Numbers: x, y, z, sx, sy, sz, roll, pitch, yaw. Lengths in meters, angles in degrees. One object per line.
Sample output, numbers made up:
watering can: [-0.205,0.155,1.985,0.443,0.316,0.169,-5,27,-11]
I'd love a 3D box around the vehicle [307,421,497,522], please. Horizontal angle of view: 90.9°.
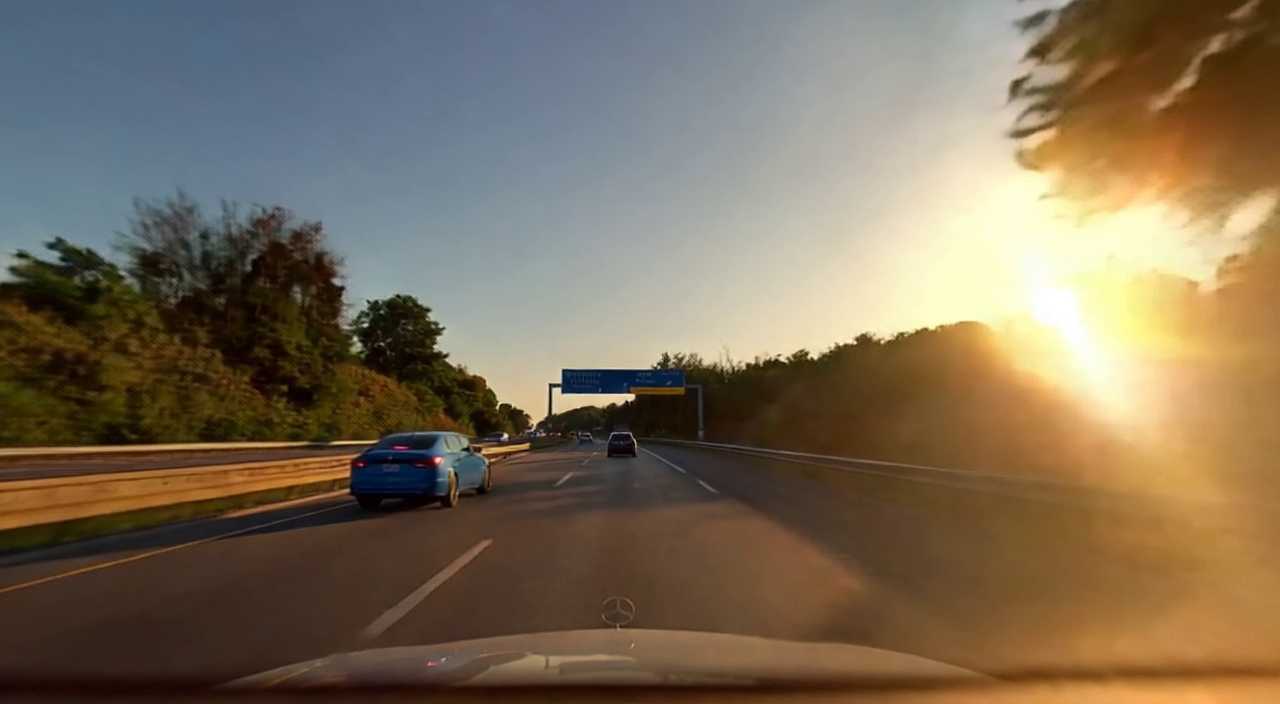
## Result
vehicle: [-4.098,2.099,11.734,1.975,1.518,4.242,0,-8,-1]

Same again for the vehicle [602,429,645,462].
vehicle: [-0.901,4.997,33.823,2.162,1.616,4.242,0,-8,-1]
